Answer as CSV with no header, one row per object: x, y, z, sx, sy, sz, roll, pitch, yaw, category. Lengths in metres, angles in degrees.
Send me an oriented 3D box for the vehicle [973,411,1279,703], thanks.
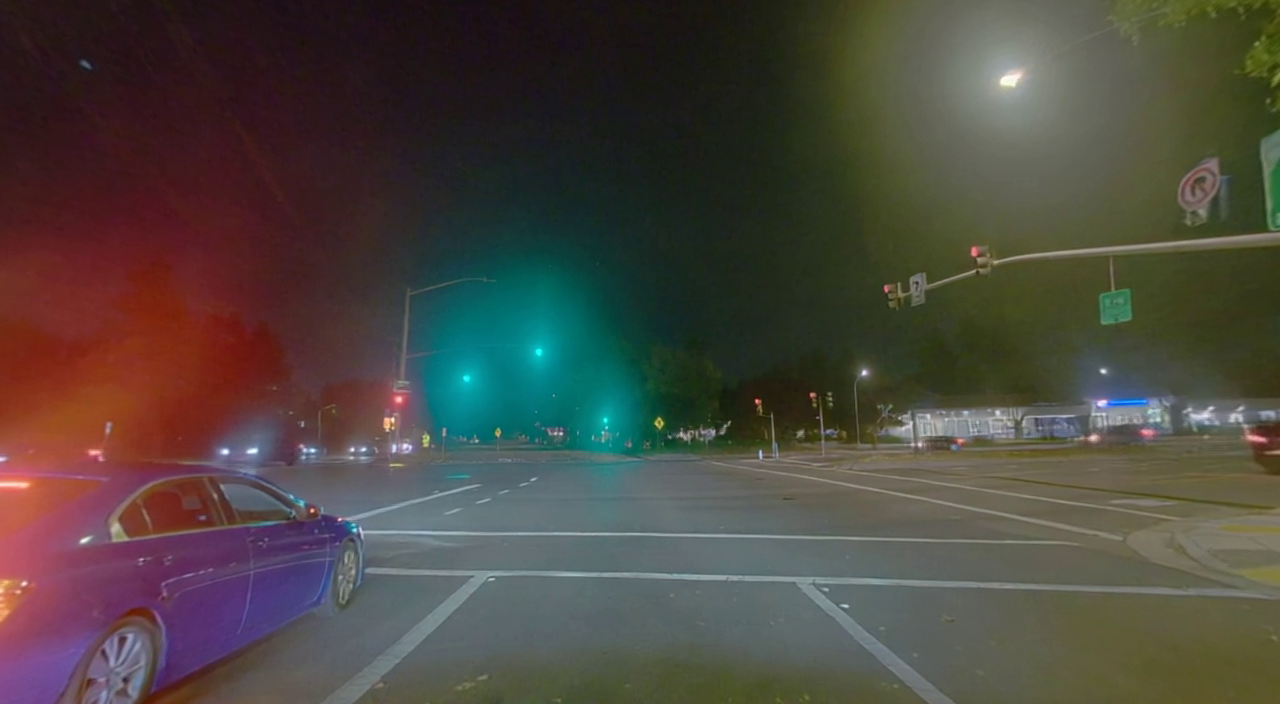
4.110,1.070,3.319,1.940,1.487,4.562,0,-8,-5,vehicle

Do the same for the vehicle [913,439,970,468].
16.974,5.685,35.373,1.930,1.492,4.703,-7,-10,36,vehicle

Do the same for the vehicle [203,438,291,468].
-27.341,7.057,44.233,2.233,1.889,6.305,0,-8,-1,vehicle

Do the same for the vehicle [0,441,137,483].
-22.493,4.218,24.433,2.206,1.447,4.697,0,-8,-2,vehicle

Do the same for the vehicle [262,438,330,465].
-23.555,6.840,43.382,2.111,1.742,4.757,0,-8,-2,vehicle
